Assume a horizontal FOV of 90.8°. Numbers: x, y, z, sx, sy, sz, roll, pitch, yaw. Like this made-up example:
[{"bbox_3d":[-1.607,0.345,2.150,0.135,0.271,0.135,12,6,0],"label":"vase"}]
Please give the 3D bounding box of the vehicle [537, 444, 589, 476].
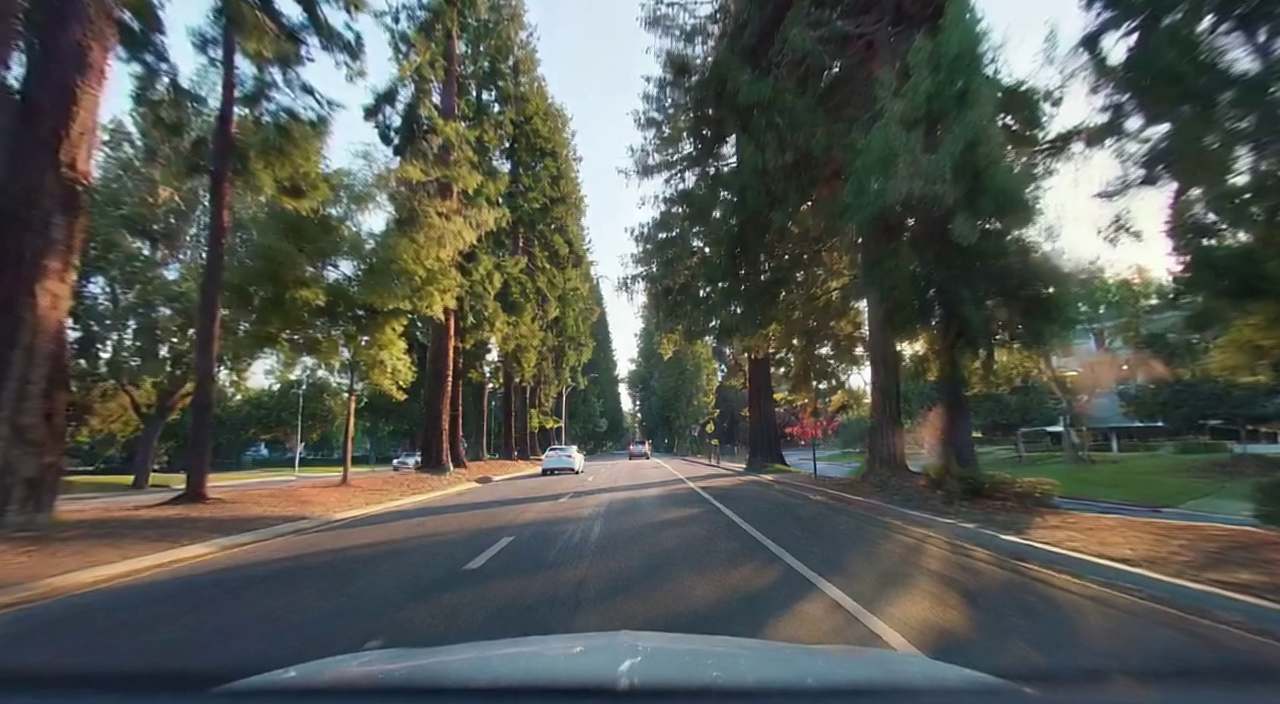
[{"bbox_3d":[-3.627,5.166,30.508,1.917,1.448,4.178,0,-8,1],"label":"vehicle"}]
